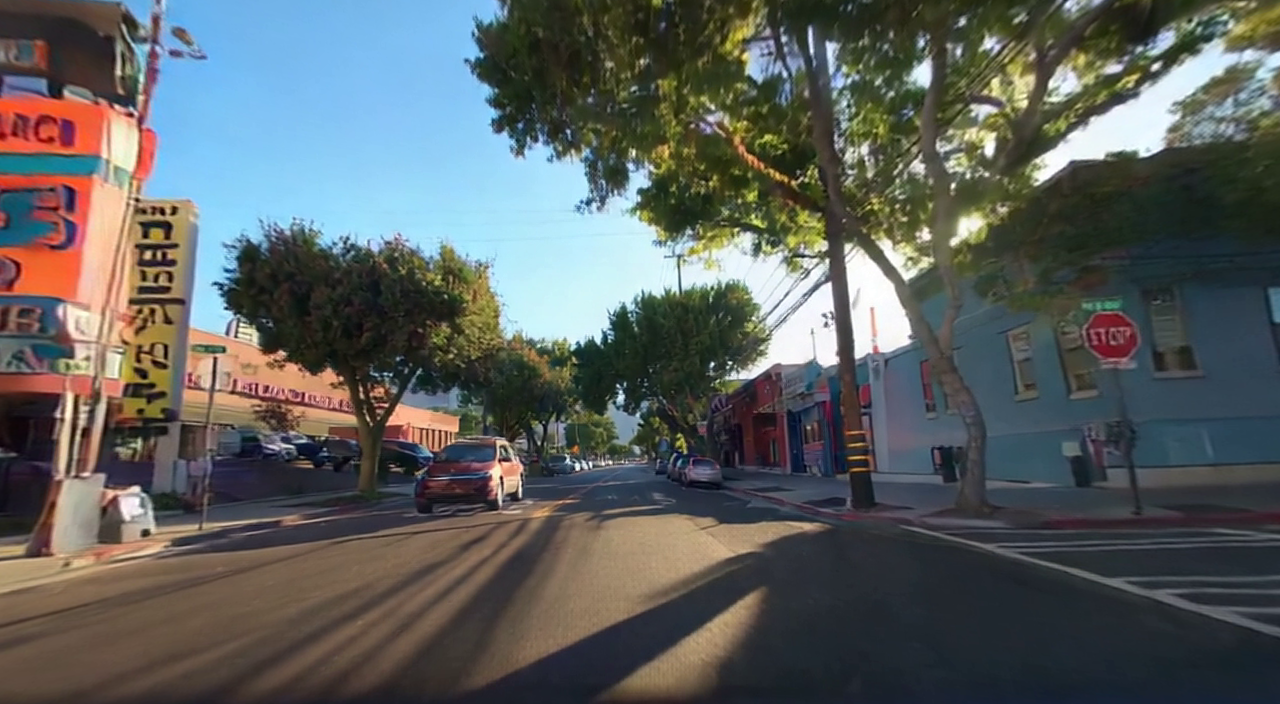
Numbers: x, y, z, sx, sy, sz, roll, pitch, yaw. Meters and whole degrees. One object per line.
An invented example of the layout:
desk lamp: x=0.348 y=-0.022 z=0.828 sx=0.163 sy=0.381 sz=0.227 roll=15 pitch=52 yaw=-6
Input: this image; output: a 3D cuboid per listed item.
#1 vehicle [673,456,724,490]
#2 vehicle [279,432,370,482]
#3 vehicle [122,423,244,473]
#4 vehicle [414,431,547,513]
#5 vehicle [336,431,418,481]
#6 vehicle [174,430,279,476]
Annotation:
vehicle: x=2.696 y=5.672 z=29.804 sx=1.877 sy=1.373 sz=3.854 roll=0 pitch=-8 yaw=-3
vehicle: x=-18.778 y=6.208 z=38.062 sx=2.256 sy=2.668 sz=5.979 roll=-1 pitch=-7 yaw=1
vehicle: x=-27.398 y=5.781 z=38.320 sx=2.249 sy=2.760 sz=6.636 roll=0 pitch=-8 yaw=1
vehicle: x=-4.234 y=3.265 z=17.815 sx=2.495 sy=1.966 sz=4.846 roll=0 pitch=-8 yaw=0
vehicle: x=-15.842 y=6.342 z=38.575 sx=2.715 sy=2.789 sz=6.225 roll=1 pitch=-9 yaw=-4
vehicle: x=-24.705 y=6.045 z=38.141 sx=2.288 sy=2.514 sz=5.886 roll=0 pitch=-8 yaw=1
